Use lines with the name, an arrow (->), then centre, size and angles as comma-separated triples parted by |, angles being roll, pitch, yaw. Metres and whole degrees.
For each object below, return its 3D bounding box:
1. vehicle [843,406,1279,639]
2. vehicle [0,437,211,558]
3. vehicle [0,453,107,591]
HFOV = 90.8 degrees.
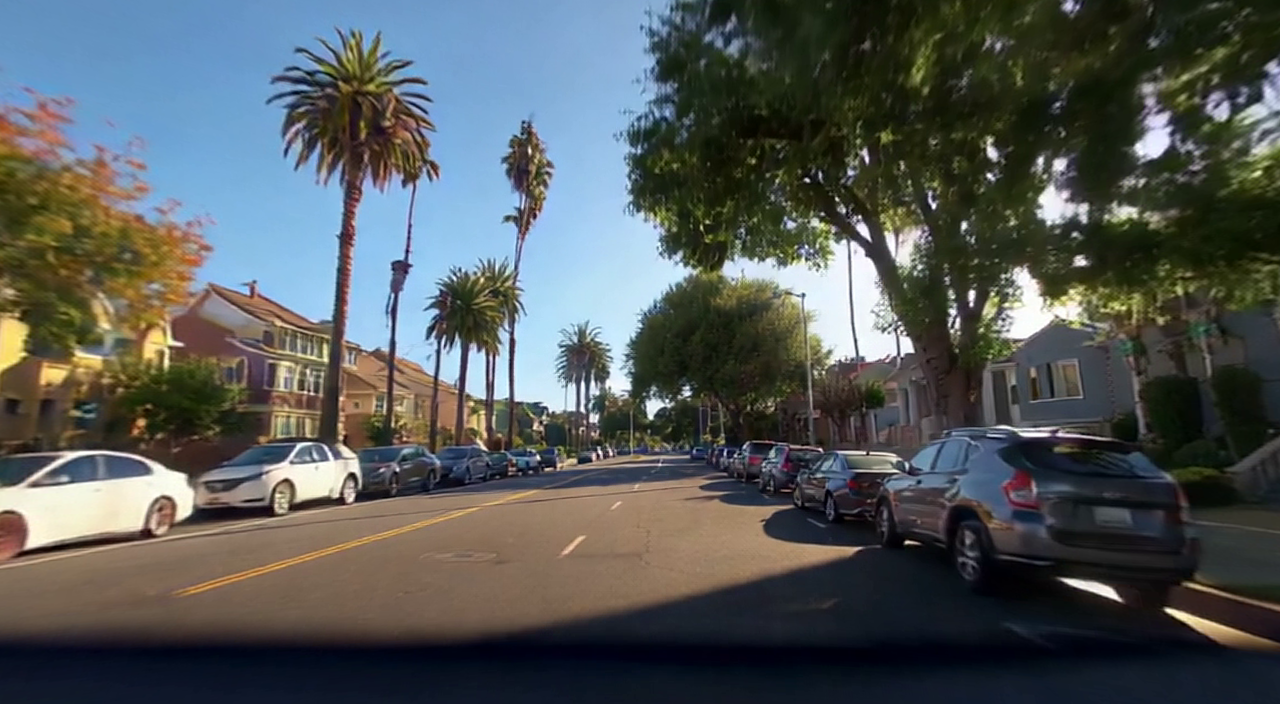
vehicle -> 3.894, 1.562, 6.857 | 2.016, 1.670, 4.372 | 0, -8, 1
vehicle -> -9.391, 2.202, 9.909 | 3.910, 1.684, 1.919 | 3, -9, -19
vehicle -> -9.028, 1.923, 7.295 | 3.871, 1.460, 1.839 | 3, -9, -18
